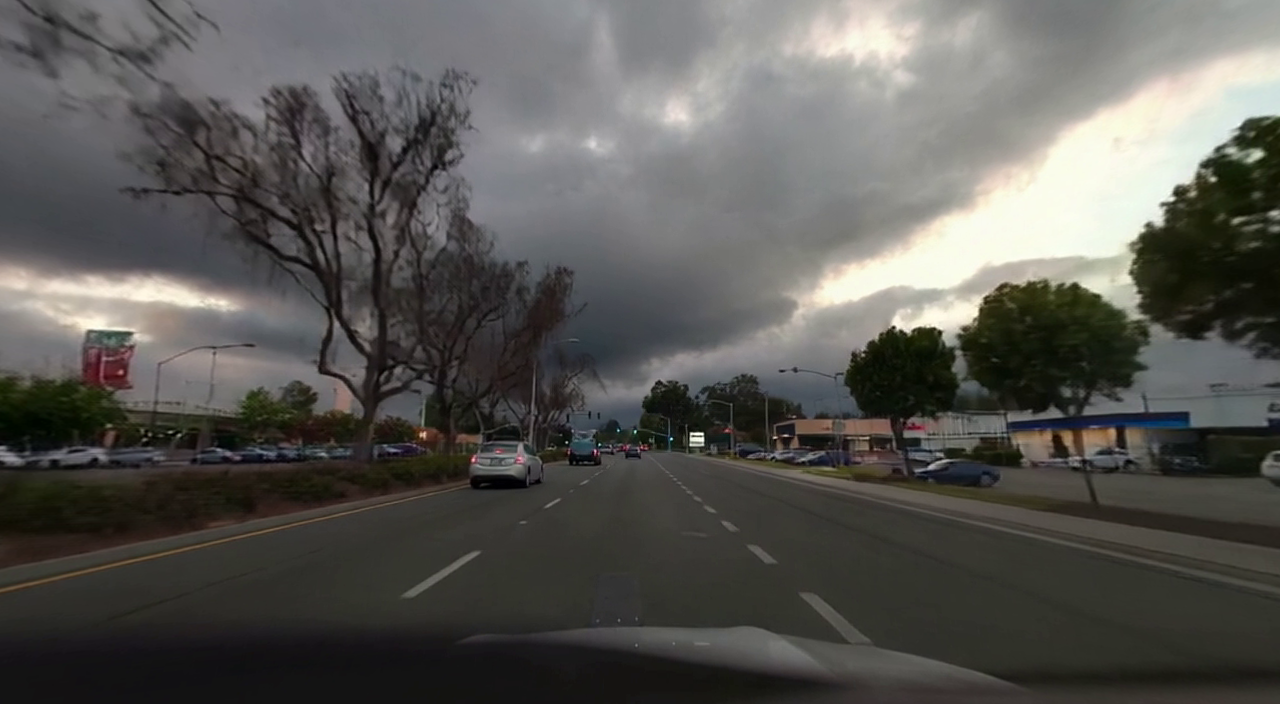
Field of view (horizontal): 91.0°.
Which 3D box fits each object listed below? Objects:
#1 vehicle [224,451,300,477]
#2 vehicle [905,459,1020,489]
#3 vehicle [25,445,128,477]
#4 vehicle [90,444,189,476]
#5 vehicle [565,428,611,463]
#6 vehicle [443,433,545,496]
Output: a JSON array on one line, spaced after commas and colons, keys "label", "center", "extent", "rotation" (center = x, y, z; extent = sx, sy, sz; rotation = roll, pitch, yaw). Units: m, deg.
[{"label": "vehicle", "center": [-23.080, 6.827, 38.681], "extent": [1.885, 1.428, 4.638], "rotation": [0, -9, -2]}, {"label": "vehicle", "center": [16.372, 6.208, 32.127], "extent": [4.723, 1.466, 2.085], "rotation": [0, -9, -1]}, {"label": "vehicle", "center": [-31.464, 6.088, 35.342], "extent": [1.905, 1.657, 4.584], "rotation": [1, -9, -7]}, {"label": "vehicle", "center": [-28.701, 6.182, 36.308], "extent": [1.946, 1.711, 4.518], "rotation": [0, -9, 0]}, {"label": "vehicle", "center": [-3.927, 7.266, 48.885], "extent": [2.917, 2.524, 6.990], "rotation": [0, -9, 0]}, {"label": "vehicle", "center": [-4.297, 3.383, 19.300], "extent": [2.109, 1.672, 4.256], "rotation": [0, -9, 0]}]
